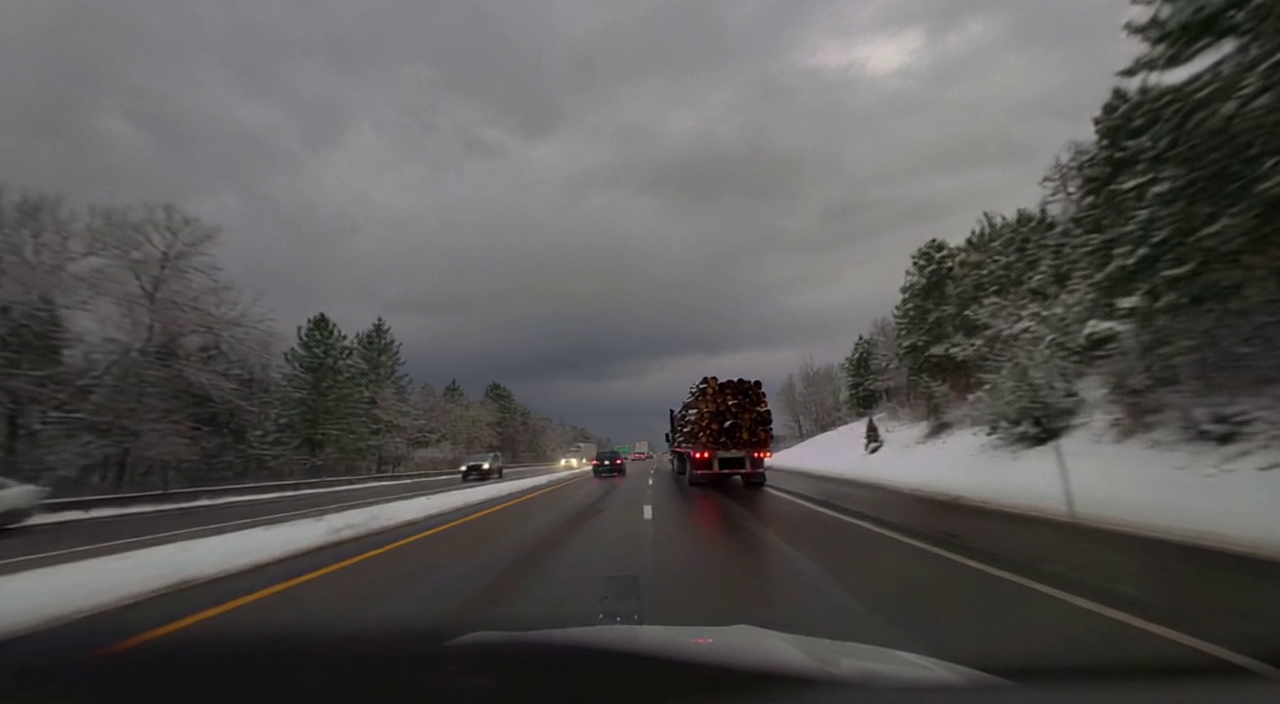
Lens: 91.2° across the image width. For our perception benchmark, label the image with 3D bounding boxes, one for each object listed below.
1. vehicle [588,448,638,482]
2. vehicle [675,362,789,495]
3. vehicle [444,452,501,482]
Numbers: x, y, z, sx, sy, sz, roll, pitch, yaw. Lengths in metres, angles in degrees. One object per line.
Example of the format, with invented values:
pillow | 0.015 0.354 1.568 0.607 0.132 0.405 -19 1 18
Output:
vehicle | -1.247 5.435 30.336 2.099 1.506 4.097 -1 -9 2
vehicle | 2.965 2.914 22.943 3.004 3.923 8.363 -1 -9 1
vehicle | -9.842 6.781 37.141 1.999 1.621 4.465 -1 -9 2
